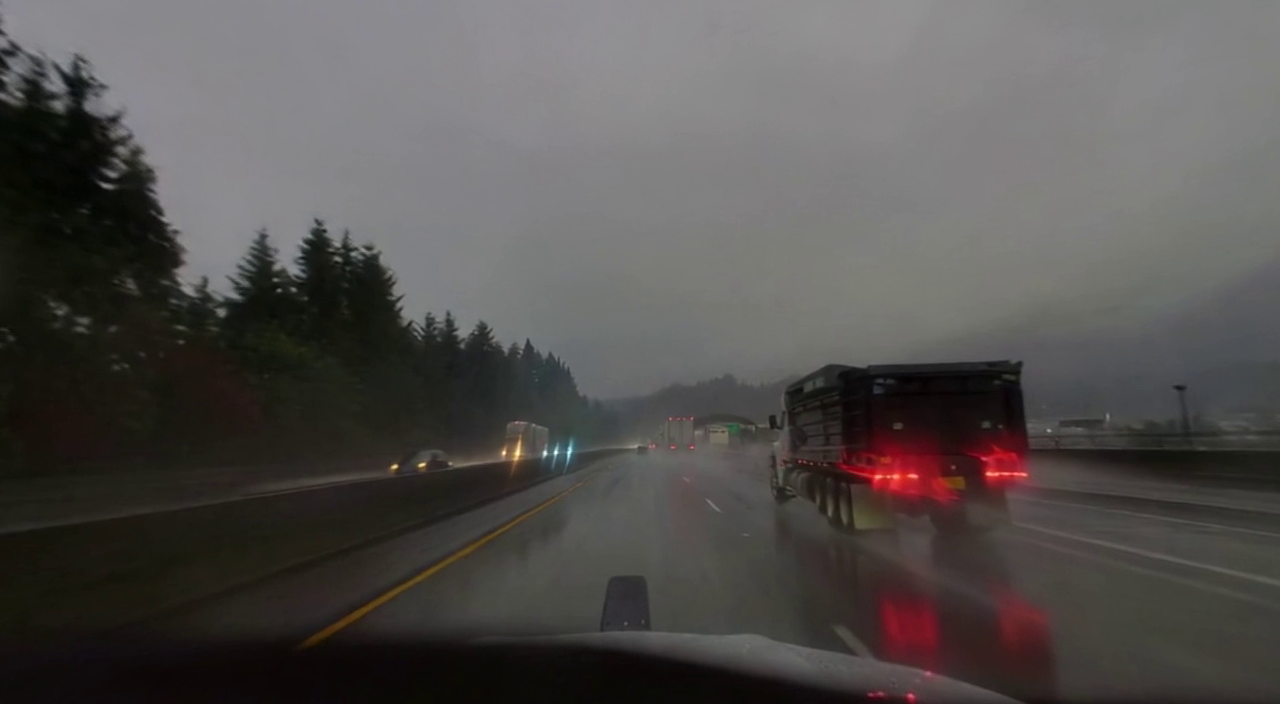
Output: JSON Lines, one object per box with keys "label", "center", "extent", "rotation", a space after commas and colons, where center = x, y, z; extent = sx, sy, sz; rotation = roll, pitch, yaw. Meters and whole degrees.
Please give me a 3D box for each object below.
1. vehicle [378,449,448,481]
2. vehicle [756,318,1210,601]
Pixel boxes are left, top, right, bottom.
{"label": "vehicle", "center": [-12.049, 5.993, 33.724], "extent": [1.915, 1.496, 4.610], "rotation": [0, -8, 1]}
{"label": "vehicle", "center": [3.522, 1.359, 8.675], "extent": [2.677, 2.439, 6.402], "rotation": [0, -8, 1]}
